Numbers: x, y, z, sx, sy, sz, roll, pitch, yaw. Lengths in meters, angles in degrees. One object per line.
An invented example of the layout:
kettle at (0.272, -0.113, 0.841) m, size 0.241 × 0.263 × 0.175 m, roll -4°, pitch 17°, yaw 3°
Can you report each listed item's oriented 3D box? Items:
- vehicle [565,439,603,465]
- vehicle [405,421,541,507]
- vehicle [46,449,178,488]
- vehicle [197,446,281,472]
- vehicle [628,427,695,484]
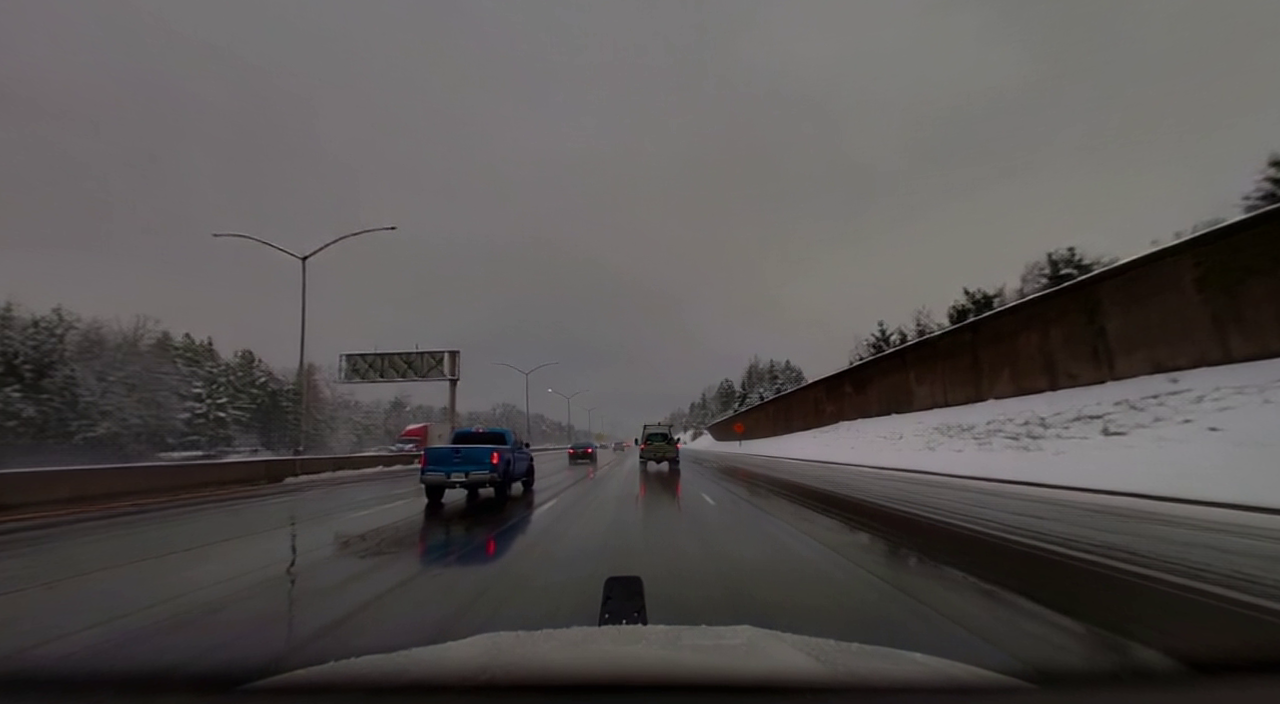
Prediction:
vehicle at (-3.639, 6.586, 41.717) m, size 1.961 × 1.591 × 4.756 m, roll 0°, pitch -8°, yaw 1°
vehicle at (-3.916, 2.745, 15.893) m, size 1.954 × 1.792 × 5.187 m, roll 0°, pitch -8°, yaw 0°
vehicle at (-21.200, 4.655, 25.571) m, size 1.893 × 1.439 × 3.908 m, roll 0°, pitch -8°, yaw 1°
vehicle at (-28.087, 7.496, 44.471) m, size 2.174 × 1.678 × 5.678 m, roll 0°, pitch -8°, yaw 1°
vehicle at (0.708, 3.622, 22.347) m, size 2.083 × 1.792 × 4.782 m, roll 0°, pitch -8°, yaw 1°
